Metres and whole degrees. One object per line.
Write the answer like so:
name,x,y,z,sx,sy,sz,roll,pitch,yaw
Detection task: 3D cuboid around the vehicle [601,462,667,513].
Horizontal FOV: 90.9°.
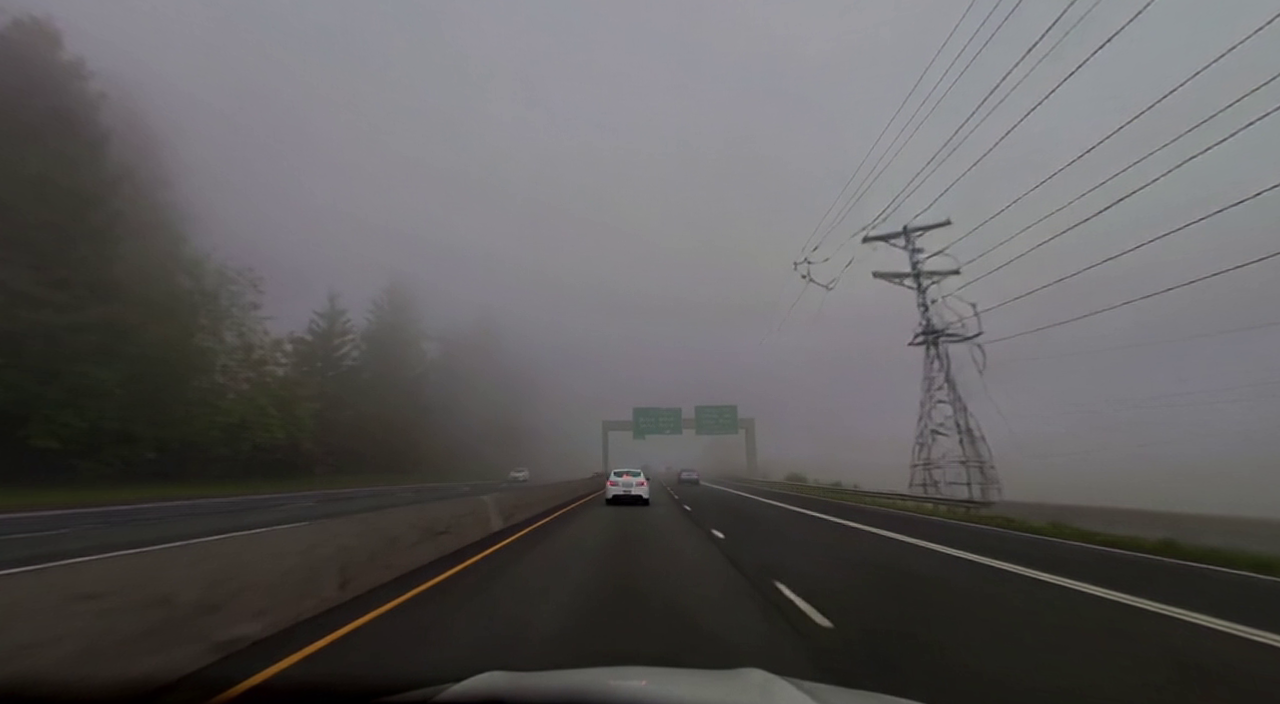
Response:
vehicle,-0.188,4.427,20.911,1.987,1.480,3.786,1,-10,0
